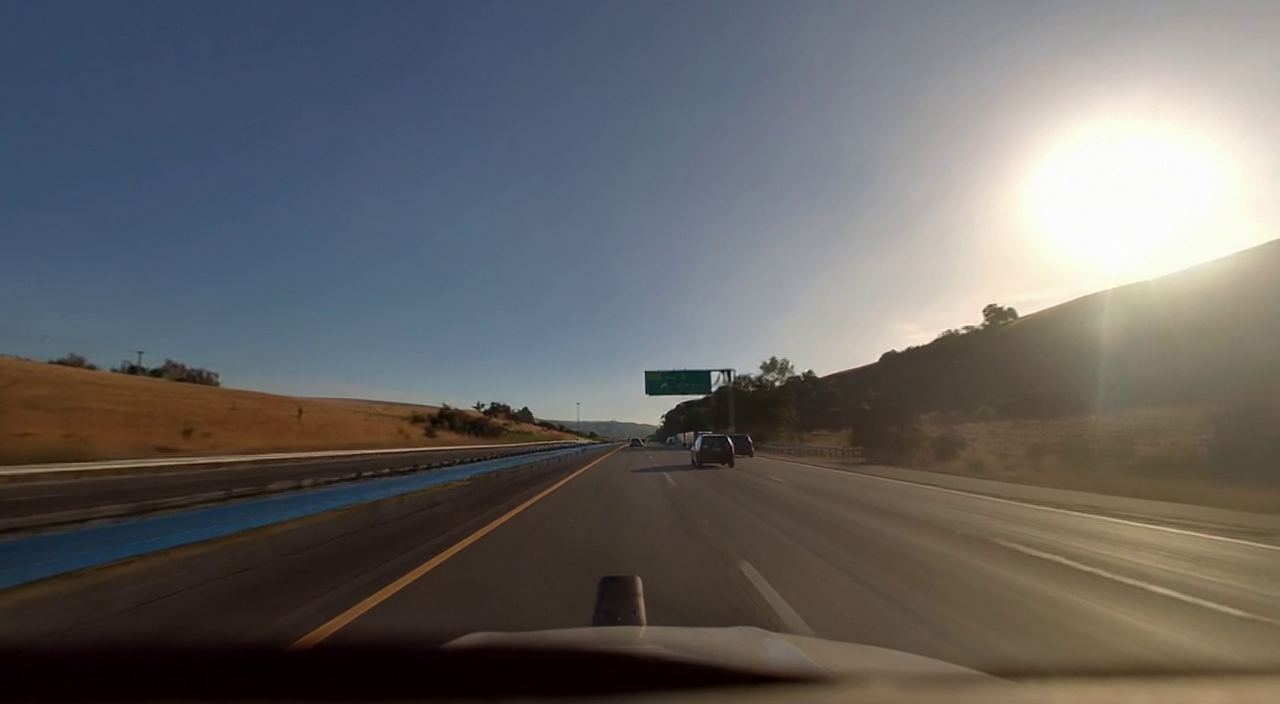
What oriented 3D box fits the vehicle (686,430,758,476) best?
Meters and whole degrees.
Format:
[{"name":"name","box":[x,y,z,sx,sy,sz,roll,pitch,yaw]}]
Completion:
[{"name":"vehicle","box":[3.026,3.844,24.312,2.084,1.583,4.420,0,-8,-1]}]
